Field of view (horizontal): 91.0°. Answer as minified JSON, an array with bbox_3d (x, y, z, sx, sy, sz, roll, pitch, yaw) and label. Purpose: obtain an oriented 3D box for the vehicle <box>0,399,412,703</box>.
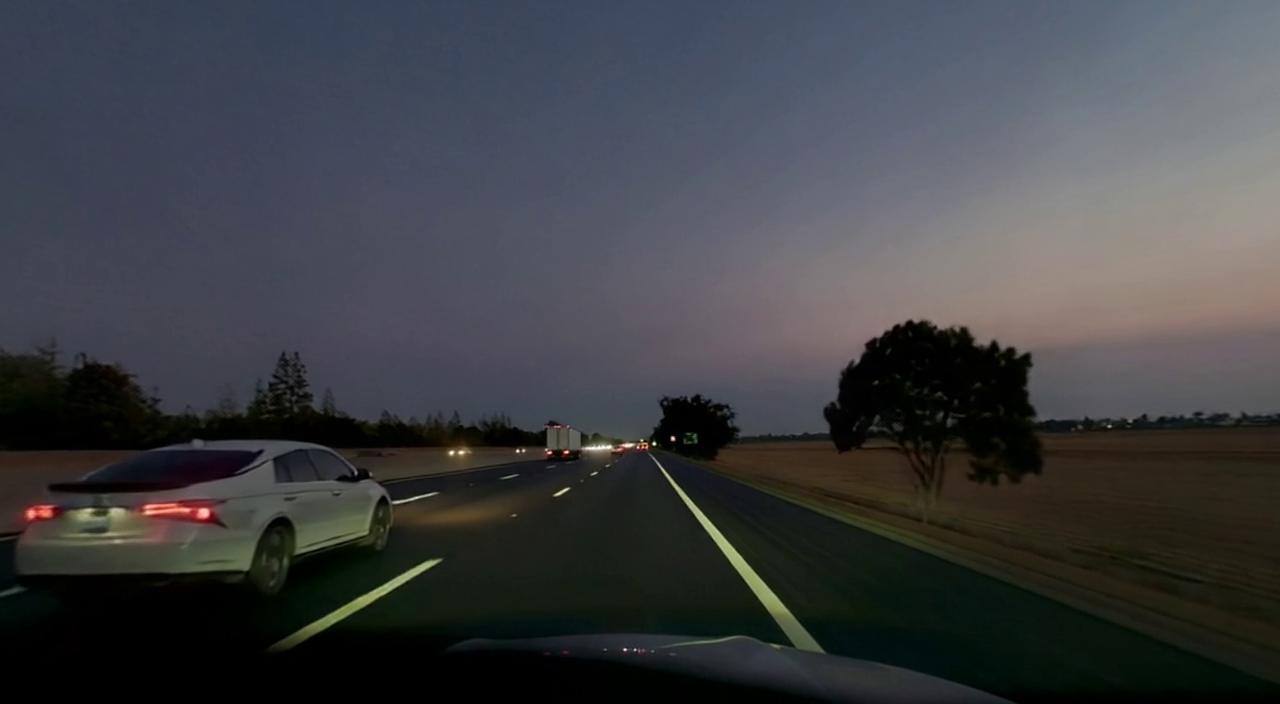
[{"bbox_3d":[-3.884,1.363,5.388,2.028,1.553,4.820,0,-9,0],"label":"vehicle"}]
